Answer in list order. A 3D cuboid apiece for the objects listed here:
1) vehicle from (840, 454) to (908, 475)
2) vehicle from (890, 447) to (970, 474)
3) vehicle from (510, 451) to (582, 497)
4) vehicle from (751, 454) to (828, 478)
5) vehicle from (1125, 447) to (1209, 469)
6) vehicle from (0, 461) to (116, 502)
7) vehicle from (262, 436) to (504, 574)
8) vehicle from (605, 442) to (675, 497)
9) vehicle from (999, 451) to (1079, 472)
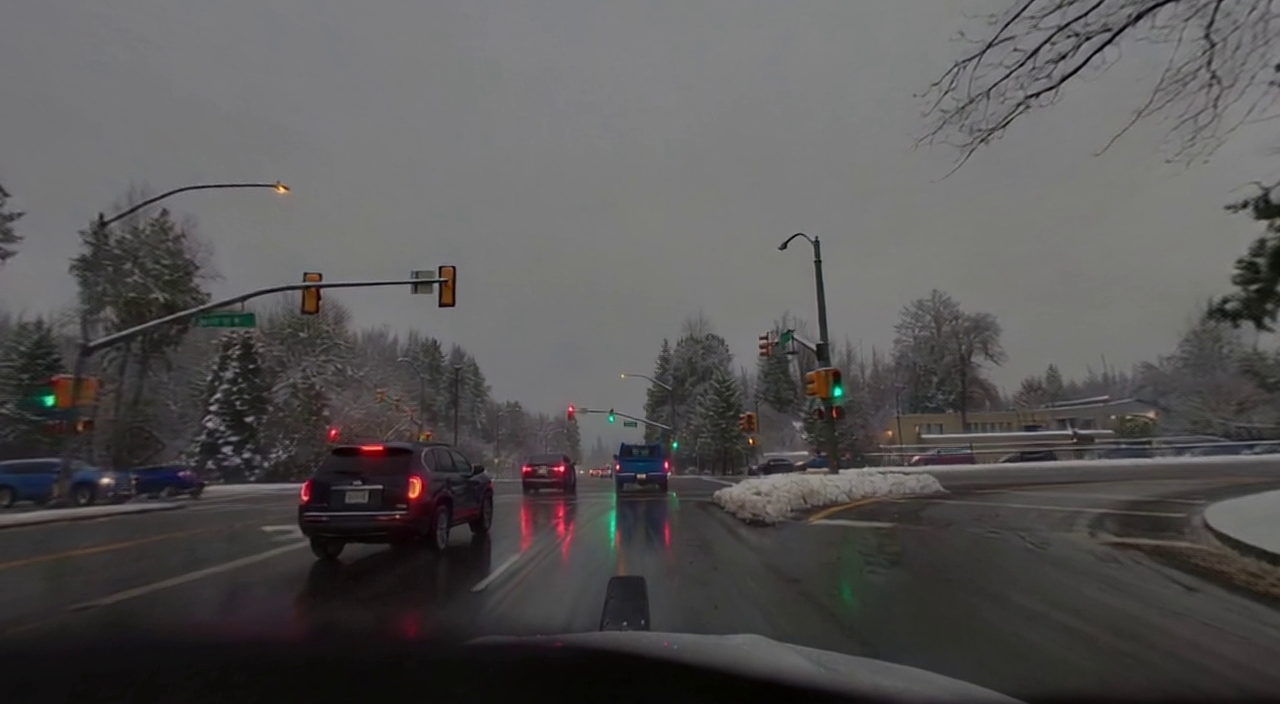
[{"bbox_3d":[18.095,8.710,48.919,4.478,1.495,2.063,0,-8,-1],"label":"vehicle"},{"bbox_3d":[20.723,7.772,45.176,4.585,1.681,2.140,-3,-10,-1],"label":"vehicle"},{"bbox_3d":[-3.393,4.468,23.586,2.013,1.474,4.393,0,-8,0],"label":"vehicle"},{"bbox_3d":[10.606,8.131,44.903,4.875,1.473,2.077,-2,-11,-2],"label":"vehicle"},{"bbox_3d":[37.818,7.571,45.235,4.525,1.468,1.839,1,-8,-5],"label":"vehicle"},{"bbox_3d":[-27.161,5.892,28.785,4.623,1.710,2.034,0,-8,1],"label":"vehicle"},{"bbox_3d":[-3.281,1.974,8.913,1.960,1.528,3.490,0,-8,-1],"label":"vehicle"},{"bbox_3d":[0.009,3.954,21.674,2.163,1.678,3.846,0,-8,0],"label":"vehicle"},{"bbox_3d":[28.674,7.849,45.371,4.365,1.448,1.928,0,-8,0],"label":"vehicle"}]
